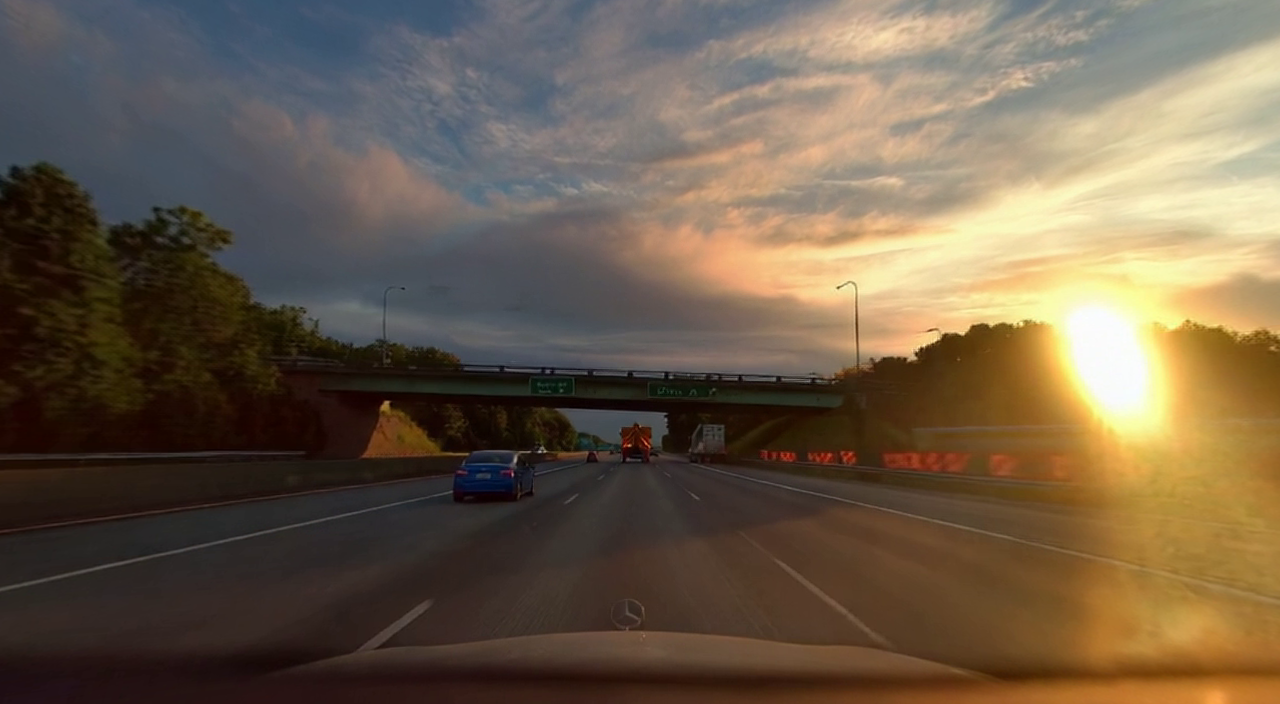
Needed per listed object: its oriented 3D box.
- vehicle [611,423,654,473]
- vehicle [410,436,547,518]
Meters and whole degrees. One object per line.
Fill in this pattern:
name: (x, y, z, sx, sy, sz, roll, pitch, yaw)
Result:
vehicle: (-0.505, 6.432, 42.439, 2.672, 3.056, 6.900, 0, -9, -1)
vehicle: (-3.594, 2.862, 14.955, 2.088, 1.643, 4.215, 0, -9, 0)
